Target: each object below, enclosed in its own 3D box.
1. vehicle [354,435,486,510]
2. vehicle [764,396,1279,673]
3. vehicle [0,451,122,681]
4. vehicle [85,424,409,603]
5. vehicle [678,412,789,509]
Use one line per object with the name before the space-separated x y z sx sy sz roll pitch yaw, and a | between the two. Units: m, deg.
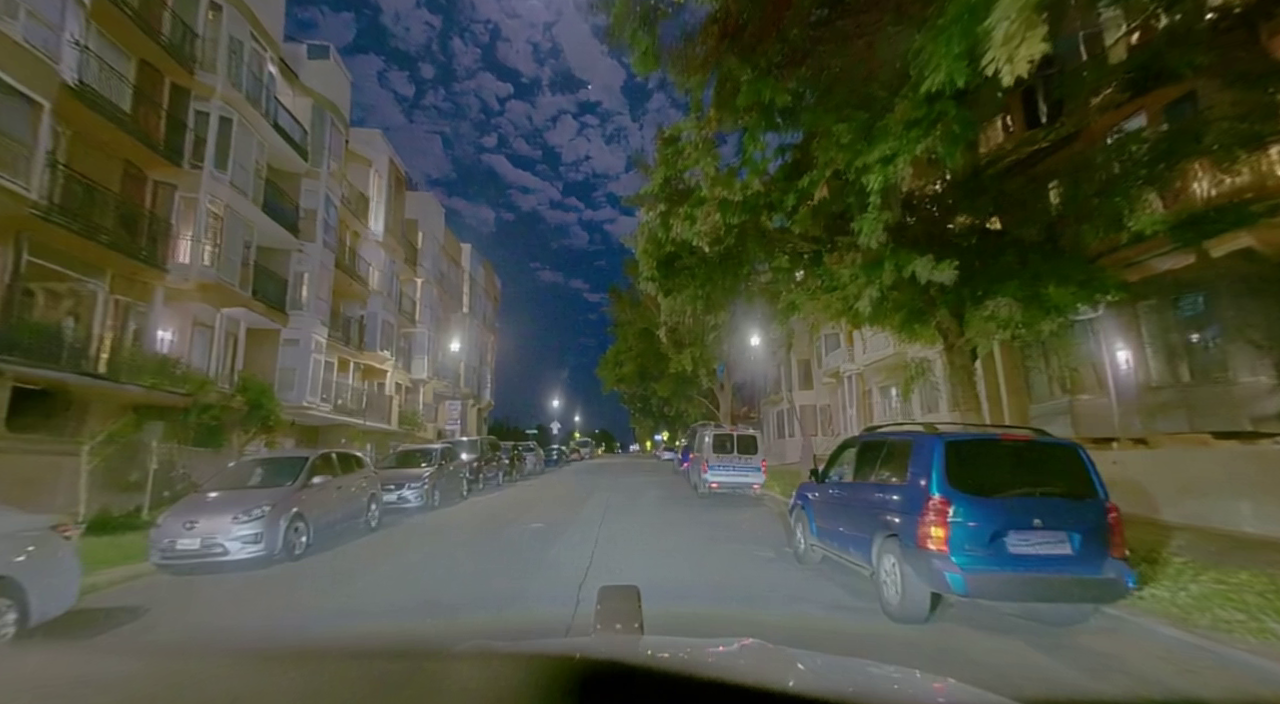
vehicle | -5.690 3.145 17.052 1.838 1.725 4.660 0 -8 0
vehicle | 2.824 1.477 6.452 2.031 1.655 5.148 0 -8 0
vehicle | -5.147 1.208 2.628 2.014 1.452 4.721 -2 -8 0
vehicle | -5.677 2.235 10.147 2.101 1.646 5.001 -2 -1 -1
vehicle | 2.555 3.043 18.865 2.259 2.119 5.281 -1 -2 -3
